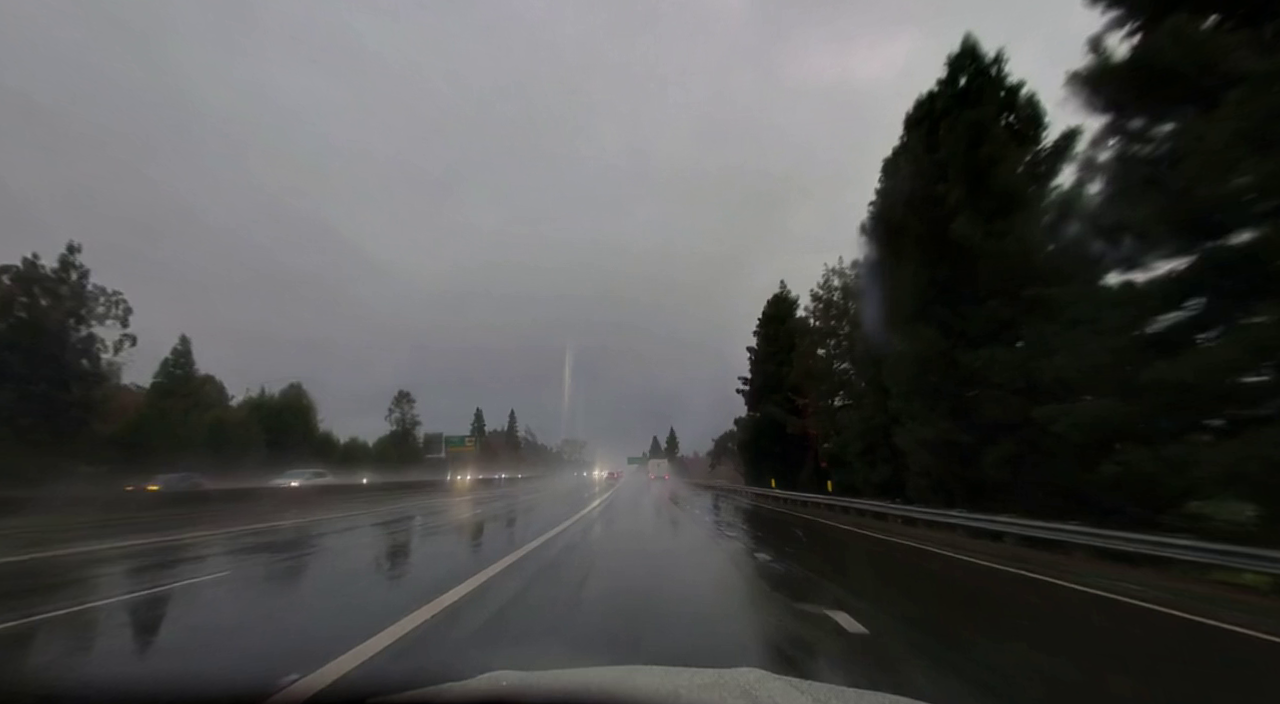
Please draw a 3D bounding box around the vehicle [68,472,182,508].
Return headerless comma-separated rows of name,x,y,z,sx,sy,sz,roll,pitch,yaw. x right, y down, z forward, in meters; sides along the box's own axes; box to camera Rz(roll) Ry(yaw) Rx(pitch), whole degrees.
vehicle,-23.232,6.216,28.661,1.756,1.430,4.048,1,-11,-1
